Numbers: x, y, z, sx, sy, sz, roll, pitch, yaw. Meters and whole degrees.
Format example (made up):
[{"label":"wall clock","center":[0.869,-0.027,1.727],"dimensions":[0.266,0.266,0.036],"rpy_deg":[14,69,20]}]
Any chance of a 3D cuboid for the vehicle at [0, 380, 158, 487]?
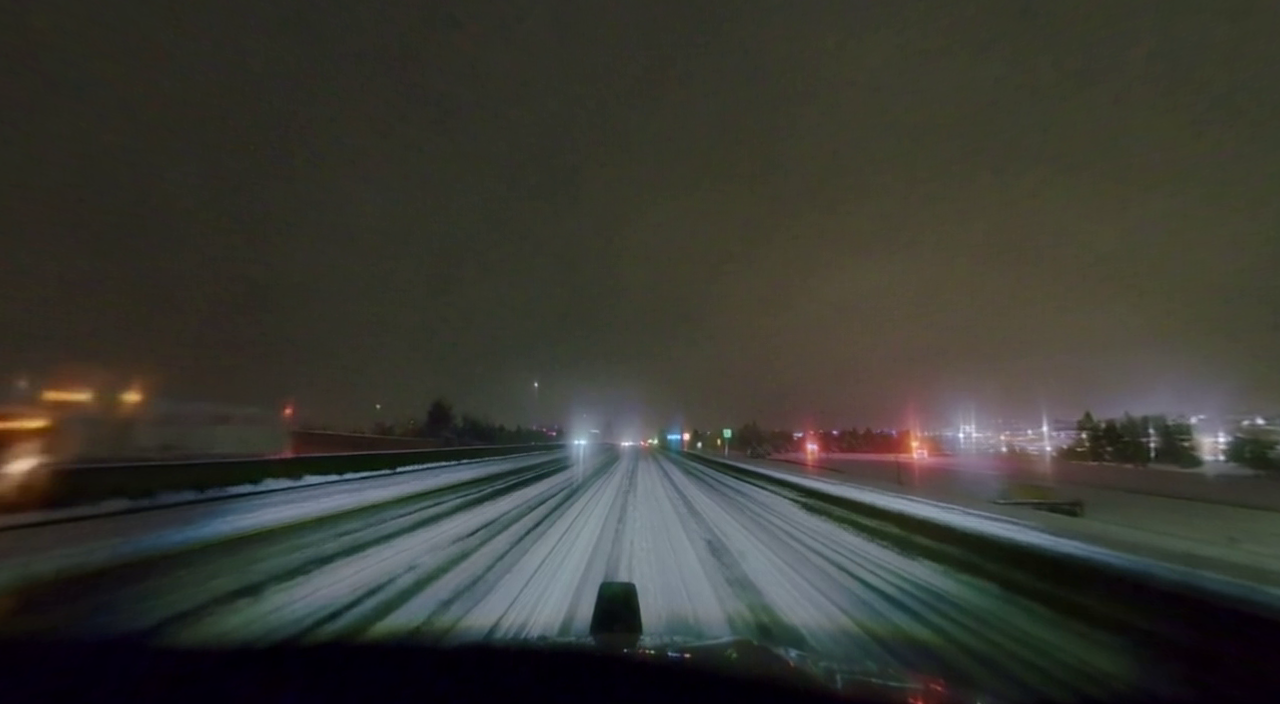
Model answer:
[{"label":"vehicle","center":[-24.000,3.392,26.139],"dimensions":[2.998,3.902,5.999],"rpy_deg":[0,-8,0]}]
